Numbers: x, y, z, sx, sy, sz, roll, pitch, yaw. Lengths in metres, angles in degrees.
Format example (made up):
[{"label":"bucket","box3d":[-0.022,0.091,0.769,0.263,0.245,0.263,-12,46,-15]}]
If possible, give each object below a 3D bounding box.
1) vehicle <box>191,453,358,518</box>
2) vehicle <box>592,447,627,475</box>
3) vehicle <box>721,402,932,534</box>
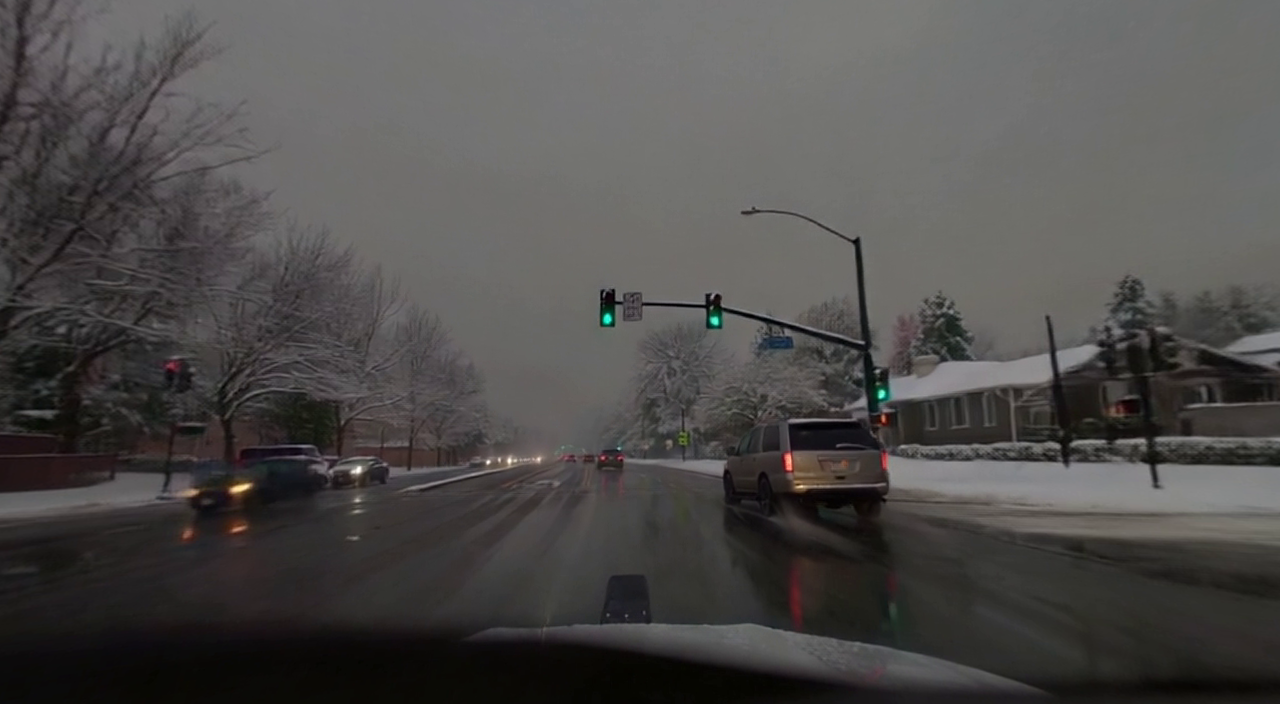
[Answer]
[{"label":"vehicle","box3d":[-10.031,3.658,17.846,2.035,1.475,4.639,0,-8,-1]},{"label":"vehicle","box3d":[-2.106,7.212,42.116,2.138,1.729,4.178,0,-8,-5]},{"label":"vehicle","box3d":[3.315,2.231,12.827,2.338,2.063,5.592,0,-8,-3]}]
